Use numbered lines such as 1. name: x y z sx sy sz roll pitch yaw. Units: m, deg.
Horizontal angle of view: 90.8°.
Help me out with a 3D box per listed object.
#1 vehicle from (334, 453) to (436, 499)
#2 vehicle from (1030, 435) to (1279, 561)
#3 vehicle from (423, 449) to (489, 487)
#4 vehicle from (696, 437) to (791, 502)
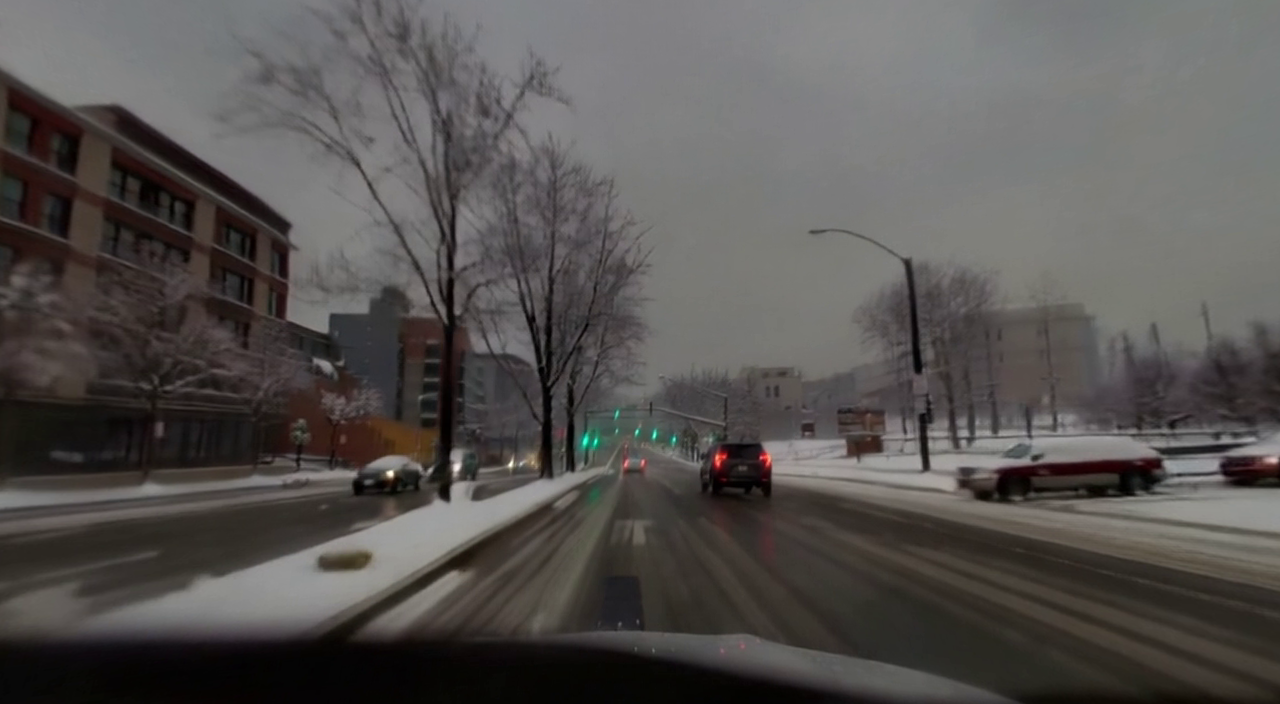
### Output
1. vehicle: -9.377 4.573 23.691 1.905 1.451 4.425 0 -8 1
2. vehicle: 8.633 2.048 9.607 1.940 1.512 5.129 0 -8 -3
3. vehicle: -9.556 6.029 33.234 1.939 1.744 5.079 0 -8 0
4. vehicle: 3.188 3.721 20.525 2.129 1.844 4.767 0 -8 -2
